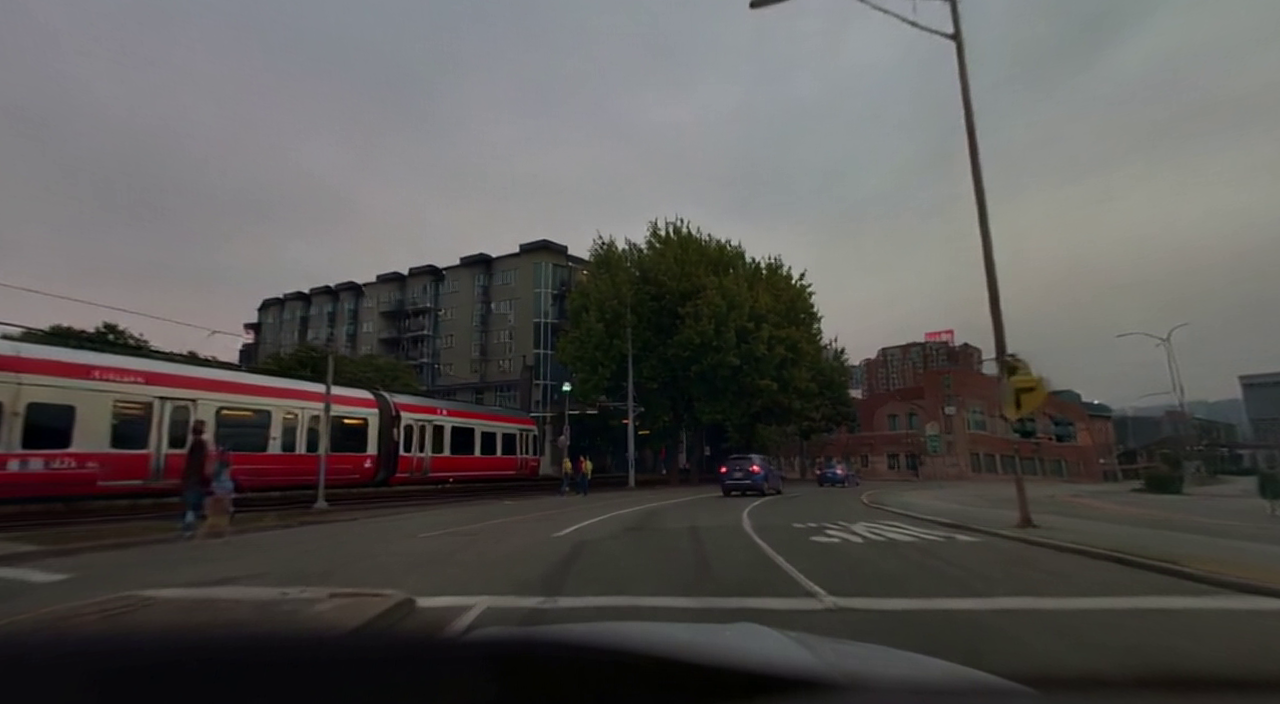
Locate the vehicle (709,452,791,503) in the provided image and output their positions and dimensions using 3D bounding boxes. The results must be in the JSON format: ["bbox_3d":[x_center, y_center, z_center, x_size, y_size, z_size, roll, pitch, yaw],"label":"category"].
[{"bbox_3d":[4.506,4.931,25.313,2.263,1.765,4.237,-4,-9,23],"label":"vehicle"}]

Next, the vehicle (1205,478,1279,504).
[{"bbox_3d":[40.135,9.144,41.558,3.934,1.480,1.728,-4,-9,22],"label":"vehicle"}]

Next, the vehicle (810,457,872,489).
[{"bbox_3d":[12.147,7.237,38.073,2.010,1.725,4.320,-7,-11,39],"label":"vehicle"}]
